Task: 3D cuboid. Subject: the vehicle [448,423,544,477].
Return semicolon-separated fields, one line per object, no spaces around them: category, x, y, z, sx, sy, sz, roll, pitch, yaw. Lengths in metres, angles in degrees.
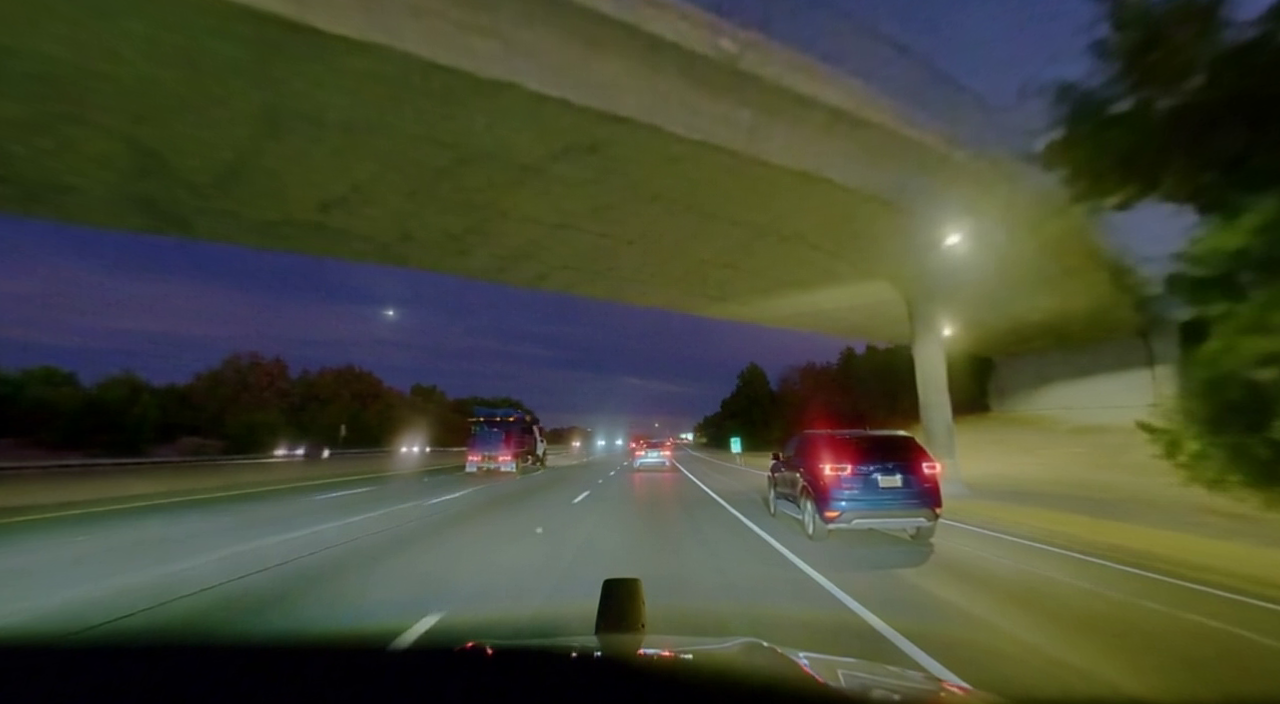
vehicle;-6.540;4.599;29.873;2.827;2.236;7.057;0;-8;1

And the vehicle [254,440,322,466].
vehicle;-24.245;6.965;43.647;2.098;1.623;4.448;-1;-8;1

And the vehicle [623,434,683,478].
vehicle;0.517;4.406;27.045;2.336;1.722;4.212;0;-8;0
